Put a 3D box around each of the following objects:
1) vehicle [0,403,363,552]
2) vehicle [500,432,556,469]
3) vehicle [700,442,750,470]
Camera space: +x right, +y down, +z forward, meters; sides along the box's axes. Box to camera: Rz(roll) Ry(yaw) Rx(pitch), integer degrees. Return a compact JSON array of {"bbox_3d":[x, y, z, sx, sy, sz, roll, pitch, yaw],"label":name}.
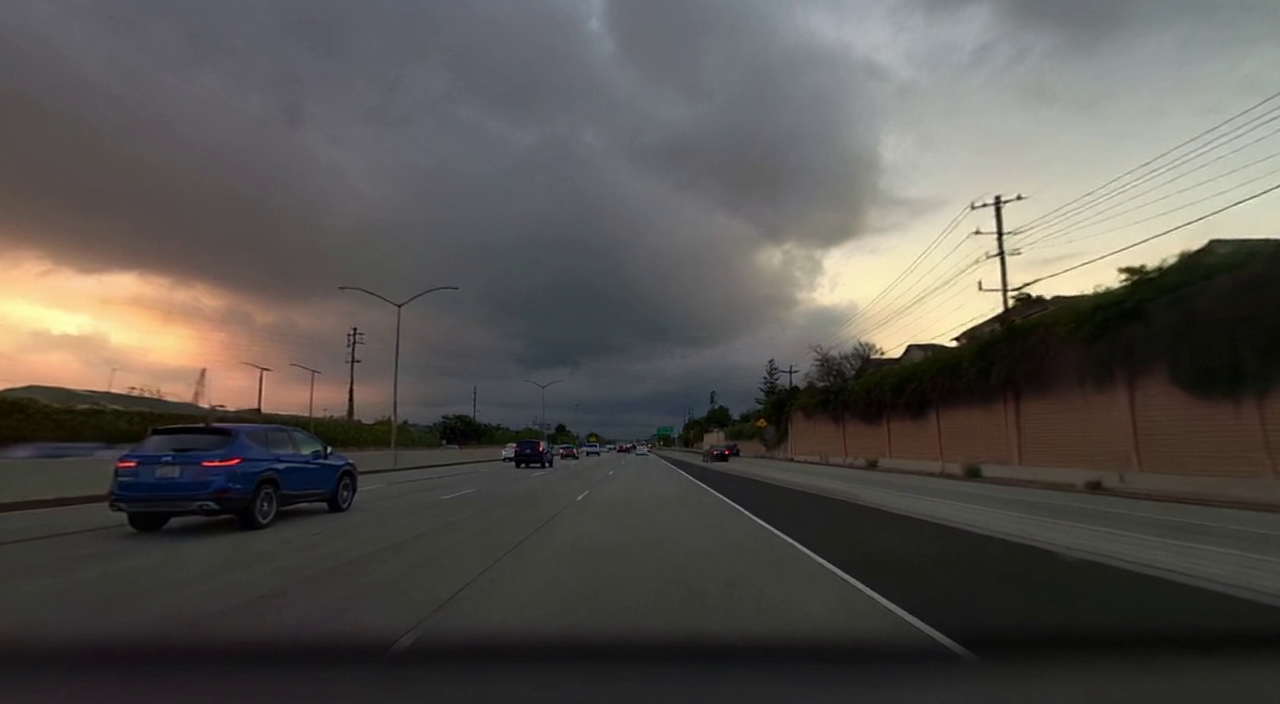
[{"bbox_3d":[-6.358,1.797,9.640,2.058,1.698,4.567,0,-9,1],"label":"vehicle"},{"bbox_3d":[-6.277,5.594,36.008,2.255,1.934,4.868,0,-9,1],"label":"vehicle"},{"bbox_3d":[4.937,6.099,37.103,2.251,1.520,4.550,1,-9,-1],"label":"vehicle"}]
